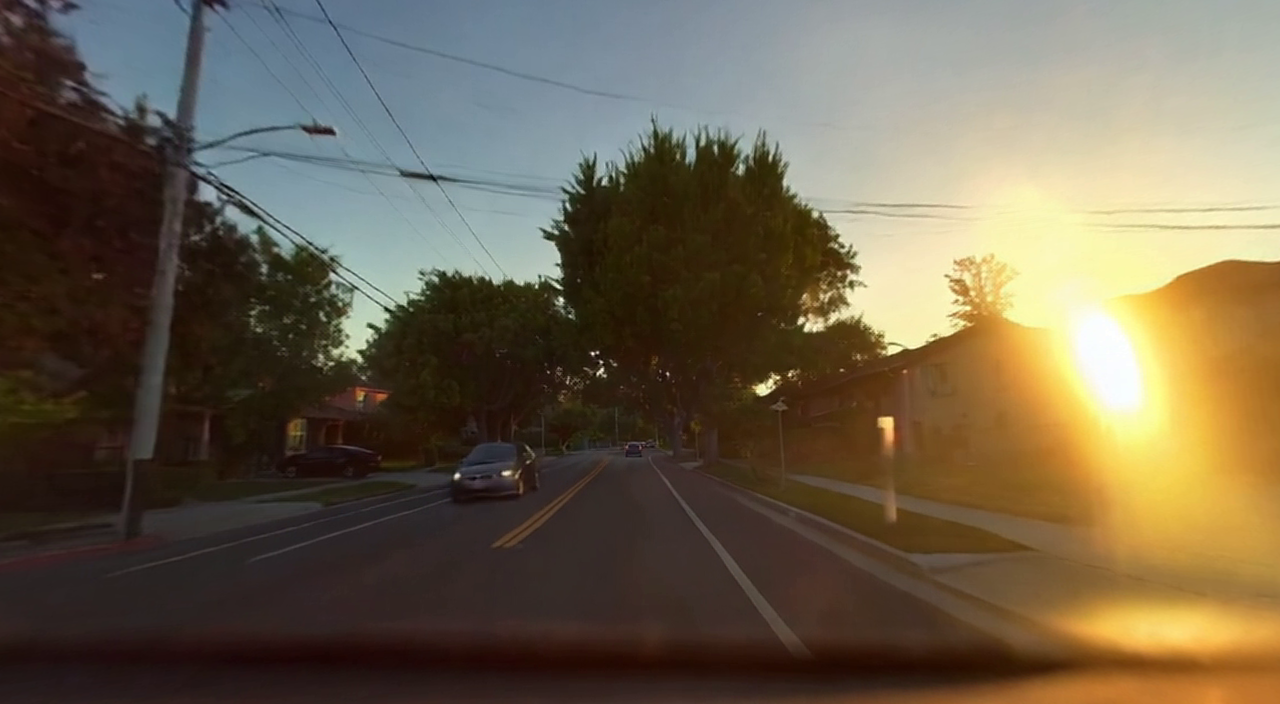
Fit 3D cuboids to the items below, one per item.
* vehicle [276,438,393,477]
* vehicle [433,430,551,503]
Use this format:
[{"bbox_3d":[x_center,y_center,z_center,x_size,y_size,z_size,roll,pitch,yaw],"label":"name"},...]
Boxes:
[{"bbox_3d":[-14.928,5.183,31.151,4.662,1.832,2.063,1,-9,-5],"label":"vehicle"},{"bbox_3d":[-3.954,3.159,17.870,2.145,1.762,4.960,0,-9,0],"label":"vehicle"}]
